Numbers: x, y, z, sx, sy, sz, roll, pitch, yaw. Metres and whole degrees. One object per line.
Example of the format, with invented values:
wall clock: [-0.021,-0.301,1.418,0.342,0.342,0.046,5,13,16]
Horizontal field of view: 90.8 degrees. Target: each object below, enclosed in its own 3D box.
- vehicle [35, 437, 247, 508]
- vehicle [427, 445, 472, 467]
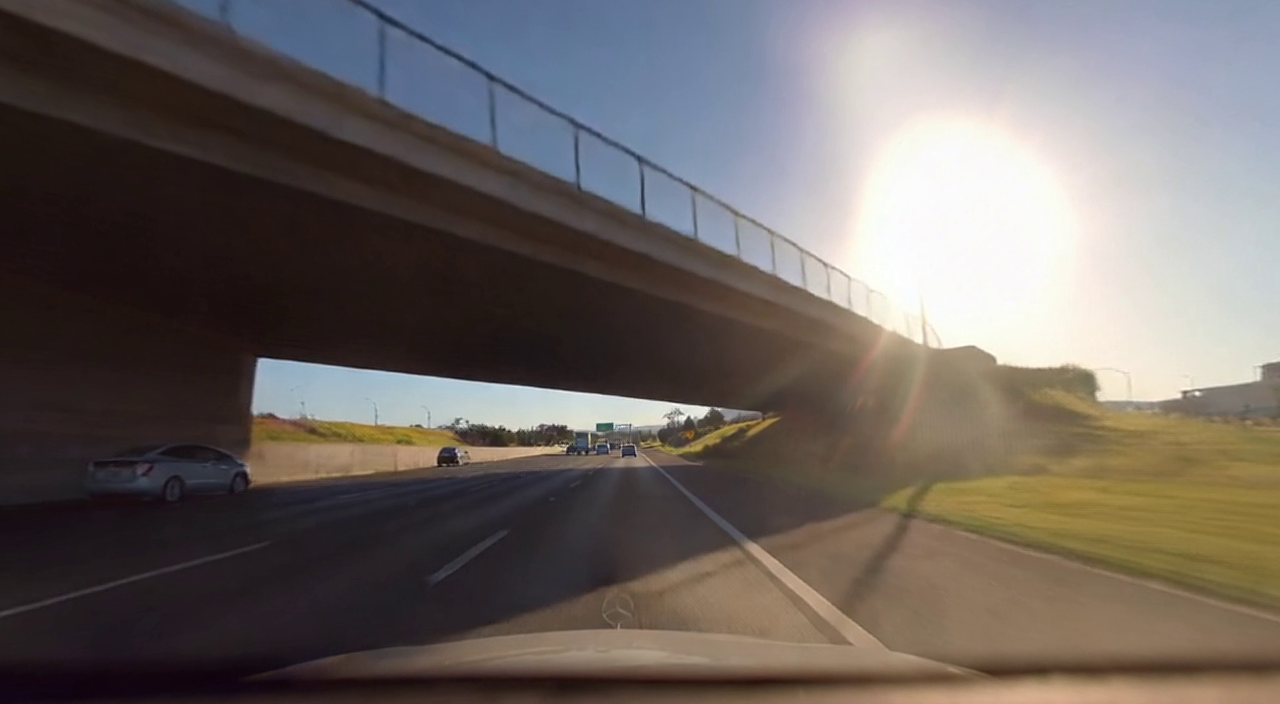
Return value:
vehicle: [-14.327,3.457,18.710,2.049,1.792,5.177,0,-9,0]
vehicle: [-14.796,8.102,49.296,2.057,1.619,4.443,0,-9,0]
